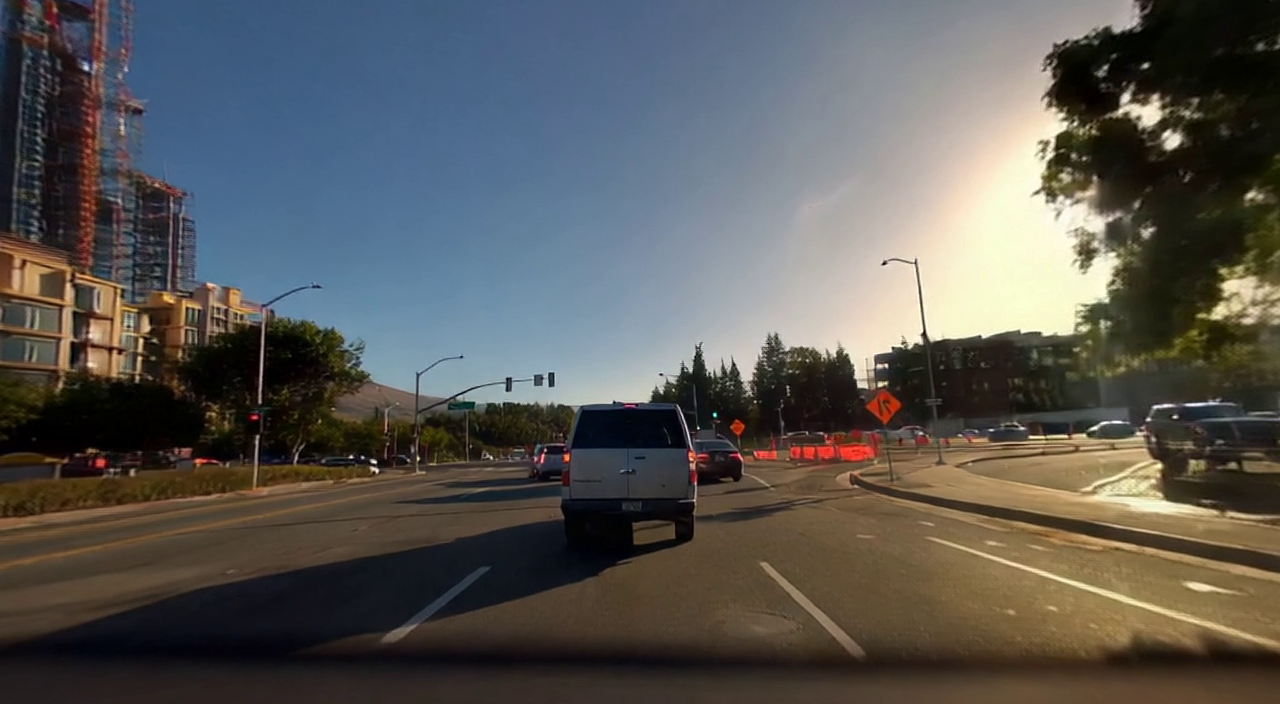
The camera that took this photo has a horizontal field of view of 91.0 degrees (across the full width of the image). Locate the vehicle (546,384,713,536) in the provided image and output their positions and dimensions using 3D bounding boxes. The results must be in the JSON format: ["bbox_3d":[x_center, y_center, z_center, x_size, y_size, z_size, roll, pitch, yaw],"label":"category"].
[{"bbox_3d":[-0.309,1.951,11.827,2.350,2.122,5.801,0,-9,-3],"label":"vehicle"}]

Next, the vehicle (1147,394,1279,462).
[{"bbox_3d":[14.803,1.732,14.165,4.986,1.467,2.025,-6,-10,33],"label":"vehicle"}]

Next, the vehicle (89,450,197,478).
[{"bbox_3d":[-36.080,8.132,45.834,5.755,1.945,2.403,0,-9,-1],"label":"vehicle"}]
